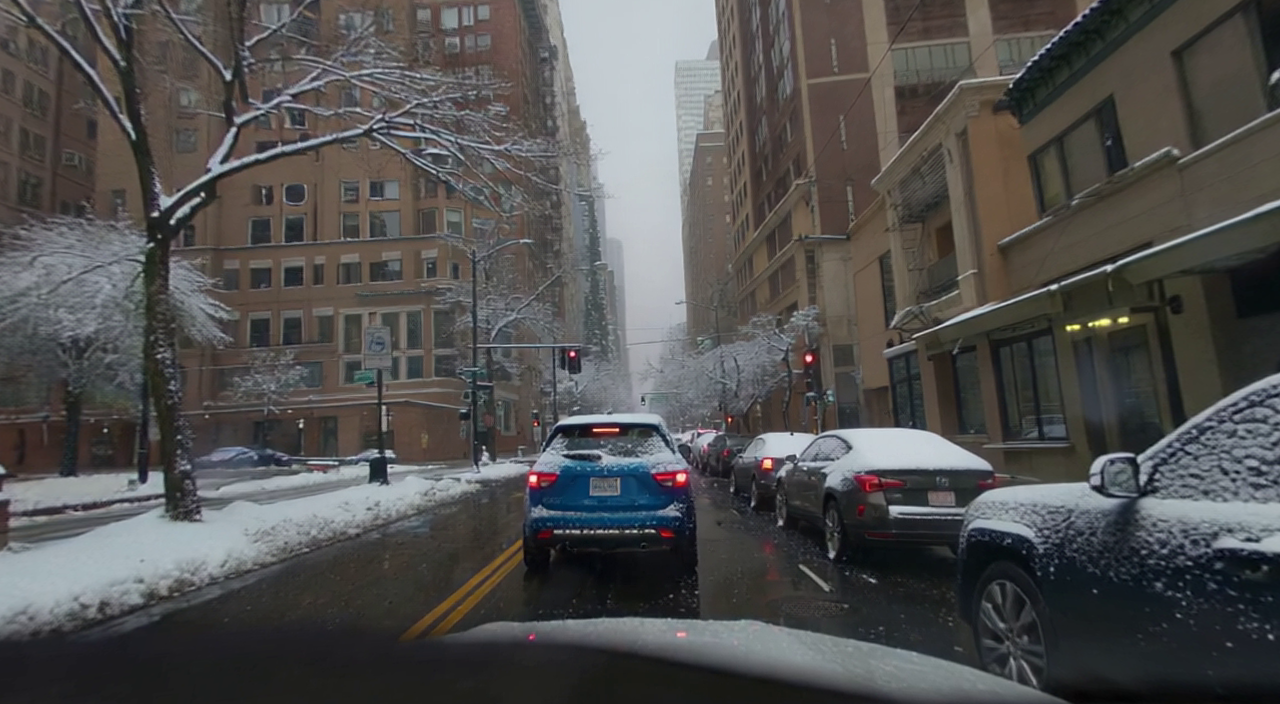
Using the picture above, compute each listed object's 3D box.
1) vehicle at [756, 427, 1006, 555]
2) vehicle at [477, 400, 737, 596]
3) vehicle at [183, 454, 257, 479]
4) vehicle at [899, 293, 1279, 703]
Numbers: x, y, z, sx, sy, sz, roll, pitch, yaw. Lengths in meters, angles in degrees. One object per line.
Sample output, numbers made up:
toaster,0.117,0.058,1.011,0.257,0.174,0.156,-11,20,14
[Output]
vehicle,3.275,1.987,9.817,1.941,1.482,4.632,0,-9,-1
vehicle,-0.341,1.580,7.621,2.249,1.684,4.084,0,-9,-2
vehicle,-27.707,7.541,41.873,1.967,1.428,4.832,0,-9,-5
vehicle,2.993,0.752,2.249,2.063,1.760,4.664,0,-9,-1
